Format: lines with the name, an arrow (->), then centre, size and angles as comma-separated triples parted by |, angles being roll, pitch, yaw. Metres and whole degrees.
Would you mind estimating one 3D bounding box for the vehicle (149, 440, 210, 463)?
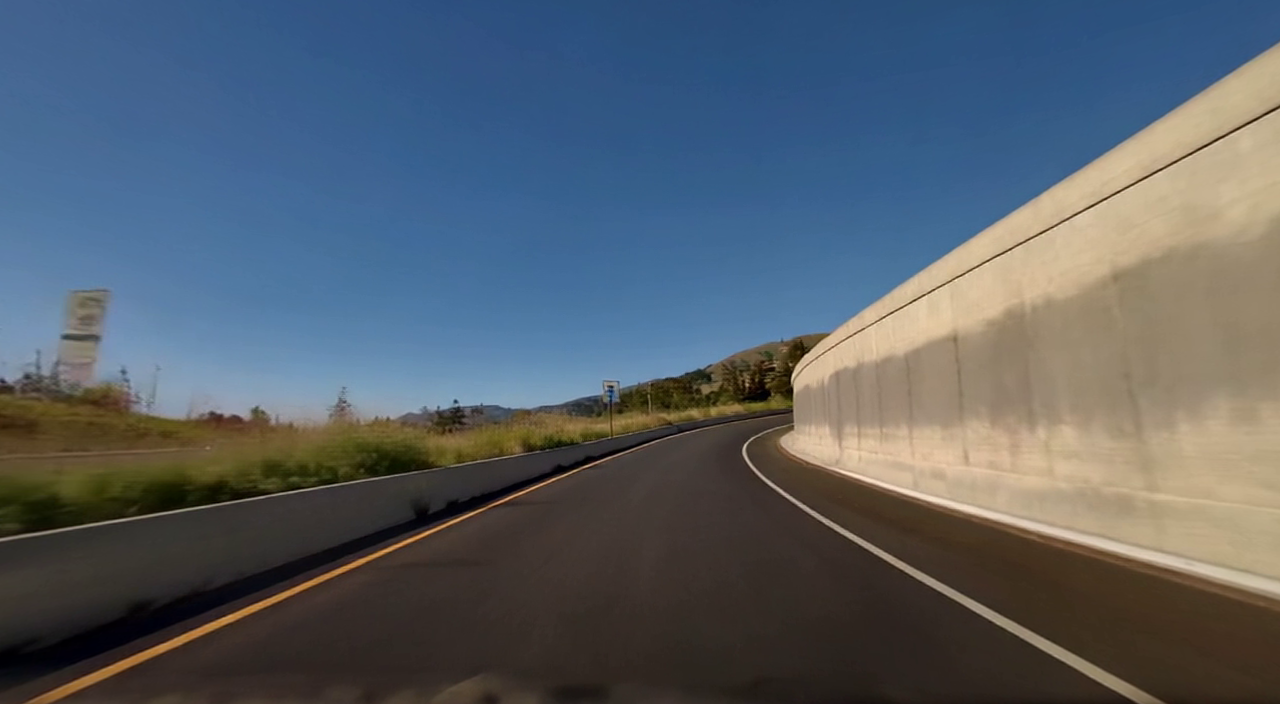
vehicle -> -31.938, 6.889, 43.748 | 1.895, 1.451, 4.168 | 2, -8, -13
